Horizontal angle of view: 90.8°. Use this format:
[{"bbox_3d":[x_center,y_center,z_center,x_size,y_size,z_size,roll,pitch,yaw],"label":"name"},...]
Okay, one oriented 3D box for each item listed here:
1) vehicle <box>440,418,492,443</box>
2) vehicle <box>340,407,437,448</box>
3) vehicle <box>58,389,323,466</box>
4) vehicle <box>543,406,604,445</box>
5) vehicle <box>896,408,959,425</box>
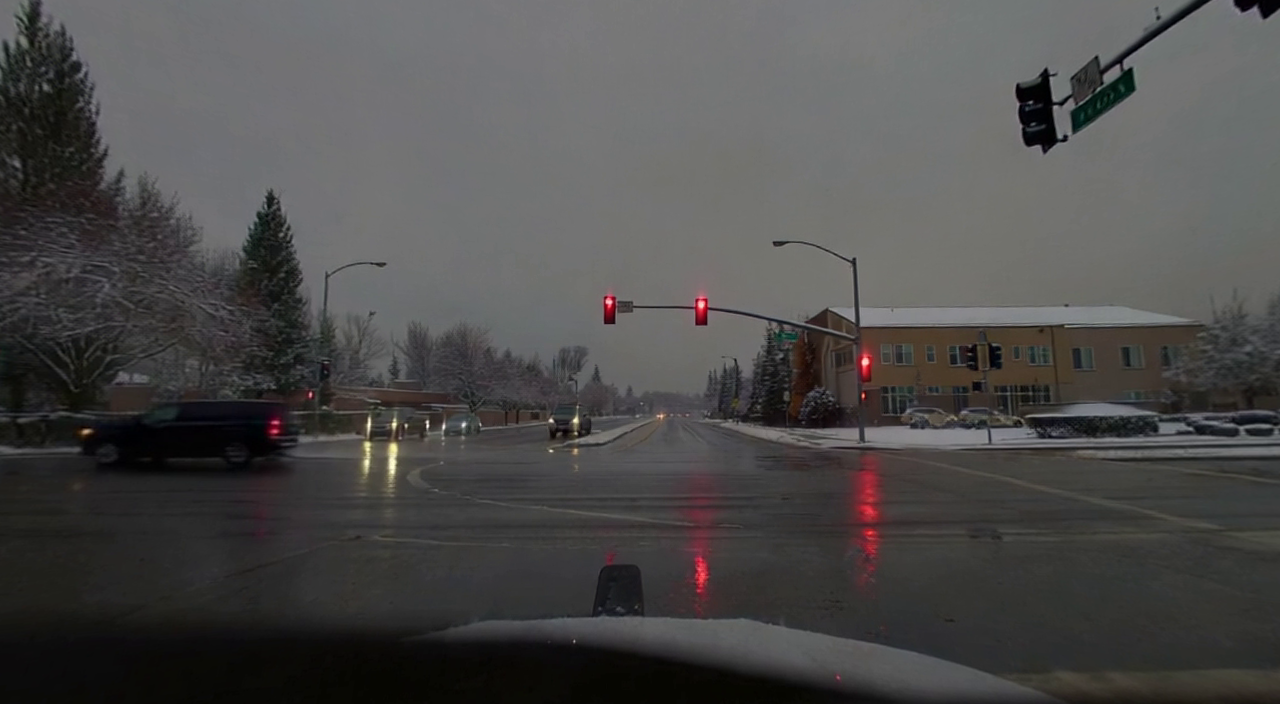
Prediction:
[{"bbox_3d":[-11.248,5.141,41.159,1.899,1.510,4.294,-1,-9,3],"label":"vehicle"},{"bbox_3d":[-12.617,3.923,32.177,2.340,1.902,4.920,-2,-9,9],"label":"vehicle"},{"bbox_3d":[-11.713,2.028,16.767,5.383,1.870,2.203,-1,-9,3],"label":"vehicle"},{"bbox_3d":[-3.448,4.043,33.895,2.306,1.907,5.382,-1,-9,4],"label":"vehicle"},{"bbox_3d":[22.010,4.965,48.459,3.933,1.219,1.700,-1,-9,3],"label":"vehicle"}]
